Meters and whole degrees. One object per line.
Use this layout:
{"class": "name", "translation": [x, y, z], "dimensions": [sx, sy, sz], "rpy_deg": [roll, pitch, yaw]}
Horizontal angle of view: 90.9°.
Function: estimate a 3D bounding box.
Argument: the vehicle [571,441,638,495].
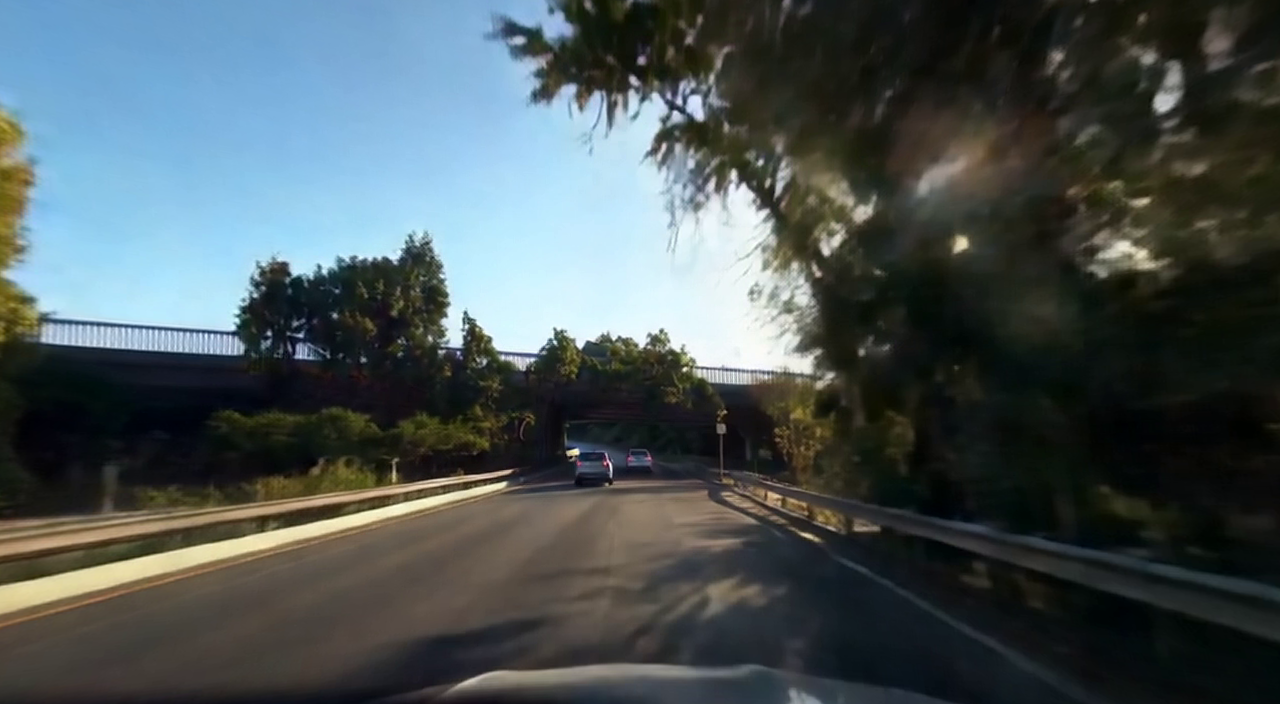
{"class": "vehicle", "translation": [-1.171, 3.822, 21.036], "dimensions": [2.037, 1.601, 3.643], "rpy_deg": [0, -9, -3]}
